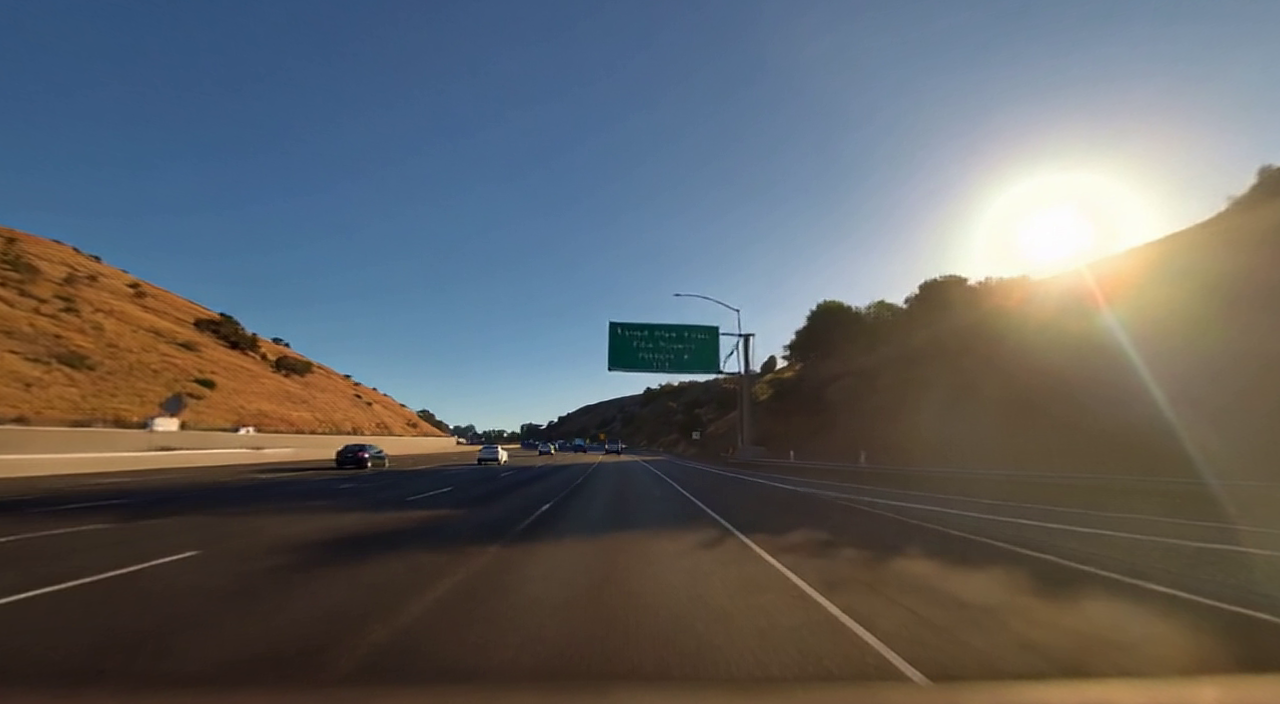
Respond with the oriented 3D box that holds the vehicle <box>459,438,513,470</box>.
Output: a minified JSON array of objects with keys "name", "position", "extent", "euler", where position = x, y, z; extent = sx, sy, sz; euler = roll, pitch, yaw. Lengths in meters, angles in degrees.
[{"name":"vehicle","position":[-8.859,5.876,36.643],"extent":[2.104,1.715,4.319],"euler":[0,-9,-1]}]

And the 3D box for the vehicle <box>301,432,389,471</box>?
[{"name":"vehicle","position":[-15.865,5.395,34.366],"extent":[2.240,1.953,5.452],"euler":[0,-9,-2]}]
